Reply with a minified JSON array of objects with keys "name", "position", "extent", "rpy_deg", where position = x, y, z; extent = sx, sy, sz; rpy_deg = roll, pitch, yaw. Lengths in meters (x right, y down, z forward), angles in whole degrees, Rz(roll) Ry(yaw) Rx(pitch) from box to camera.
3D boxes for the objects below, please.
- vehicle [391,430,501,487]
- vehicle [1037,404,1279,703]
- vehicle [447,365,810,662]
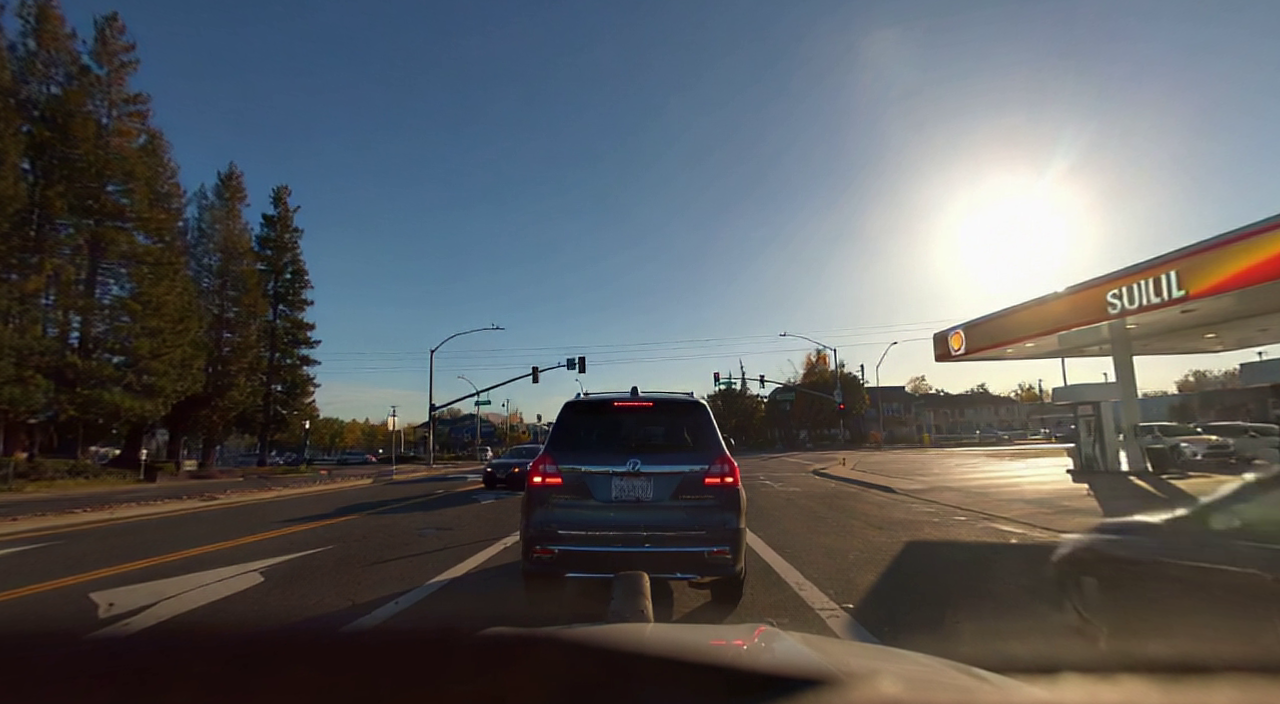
[{"name":"vehicle","position":[-6.639,3.711,22.182],"extent":[2.065,1.753,4.525],"rpy_deg":[-1,-9,6]},{"name":"vehicle","position":[3.598,0.860,1.871],"extent":[2.041,1.490,4.471],"rpy_deg":[0,-9,2]},{"name":"vehicle","position":[0.012,1.315,6.132],"extent":[2.236,1.819,4.291],"rpy_deg":[-1,-9,3]}]
